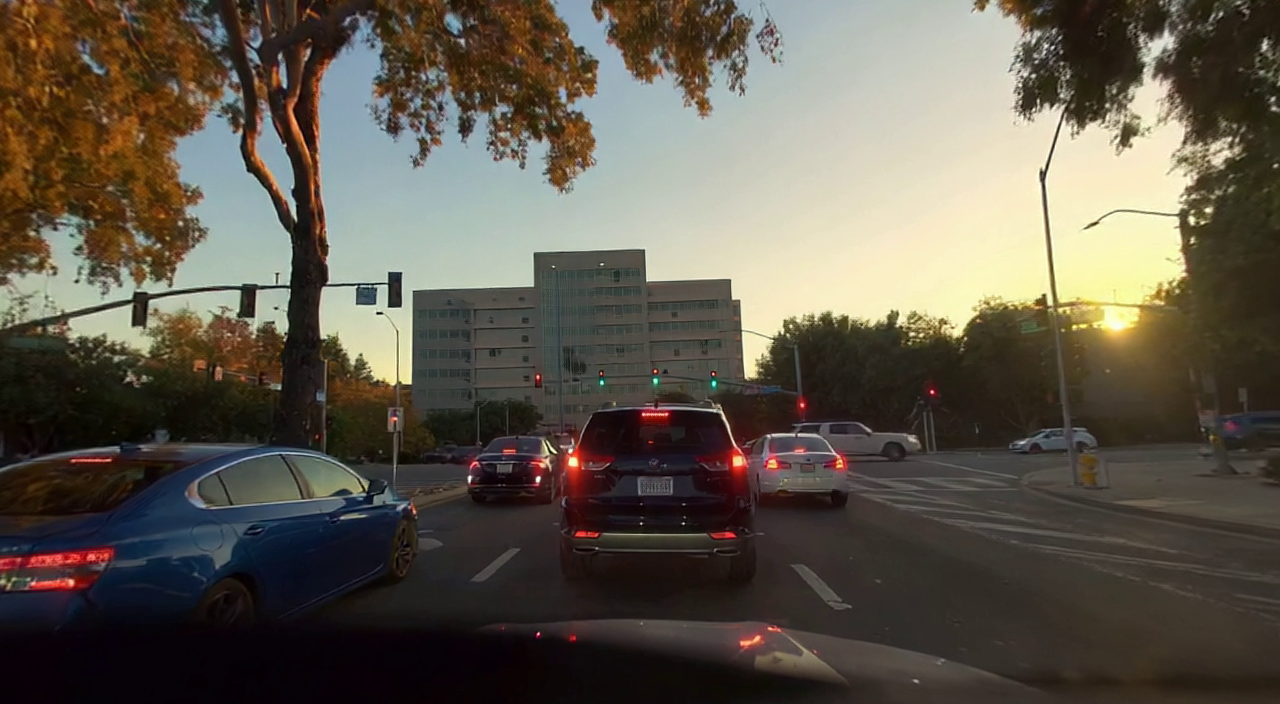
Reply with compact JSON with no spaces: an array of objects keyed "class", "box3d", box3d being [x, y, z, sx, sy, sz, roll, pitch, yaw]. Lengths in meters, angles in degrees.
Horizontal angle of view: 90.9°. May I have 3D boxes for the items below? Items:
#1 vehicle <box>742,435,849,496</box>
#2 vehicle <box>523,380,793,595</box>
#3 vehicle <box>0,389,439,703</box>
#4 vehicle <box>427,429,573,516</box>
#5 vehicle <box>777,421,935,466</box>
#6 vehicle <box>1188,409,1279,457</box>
[{"class":"vehicle","box3d":[4.099,3.057,17.336,1.979,1.453,4.011,0,-8,1]},{"class":"vehicle","box3d":[0.205,1.466,7.644,2.300,1.832,4.331,0,-8,1]},{"class":"vehicle","box3d":[-3.218,1.201,4.433,1.958,1.494,4.624,0,-8,2]},{"class":"vehicle","box3d":[-2.680,2.398,13.083,1.851,1.502,4.042,0,-8,4]},{"class":"vehicle","box3d":[10.442,4.419,30.712,6.879,1.984,2.808,-3,-8,22]},{"class":"vehicle","box3d":[28.037,3.538,27.660,5.539,2.007,2.154,-2,-9,7]}]
